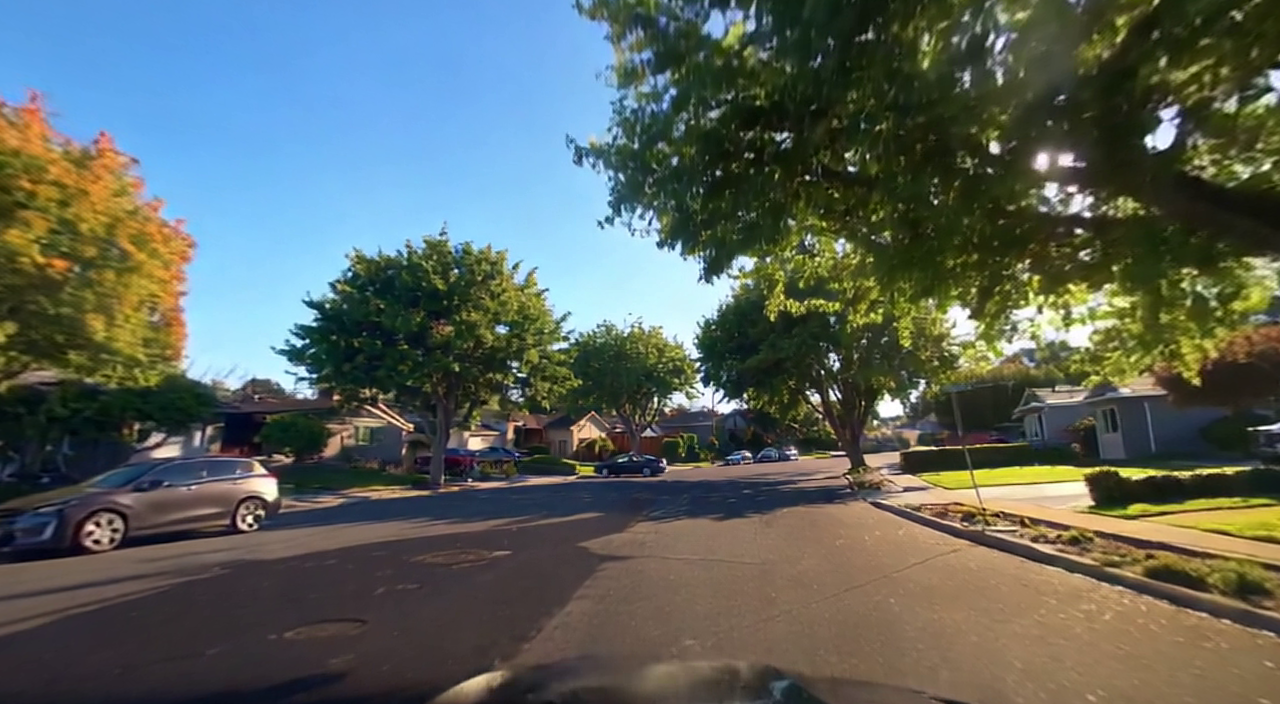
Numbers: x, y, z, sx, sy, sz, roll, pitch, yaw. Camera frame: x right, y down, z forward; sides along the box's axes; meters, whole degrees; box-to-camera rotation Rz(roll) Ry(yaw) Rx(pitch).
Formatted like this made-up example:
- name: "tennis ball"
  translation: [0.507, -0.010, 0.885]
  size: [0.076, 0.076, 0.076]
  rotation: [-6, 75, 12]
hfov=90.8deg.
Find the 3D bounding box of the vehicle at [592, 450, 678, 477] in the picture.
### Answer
- name: "vehicle"
  translation: [-0.278, 6.444, 36.771]
  size: [4.653, 1.480, 1.871]
  rotation: [-3, -9, 20]
